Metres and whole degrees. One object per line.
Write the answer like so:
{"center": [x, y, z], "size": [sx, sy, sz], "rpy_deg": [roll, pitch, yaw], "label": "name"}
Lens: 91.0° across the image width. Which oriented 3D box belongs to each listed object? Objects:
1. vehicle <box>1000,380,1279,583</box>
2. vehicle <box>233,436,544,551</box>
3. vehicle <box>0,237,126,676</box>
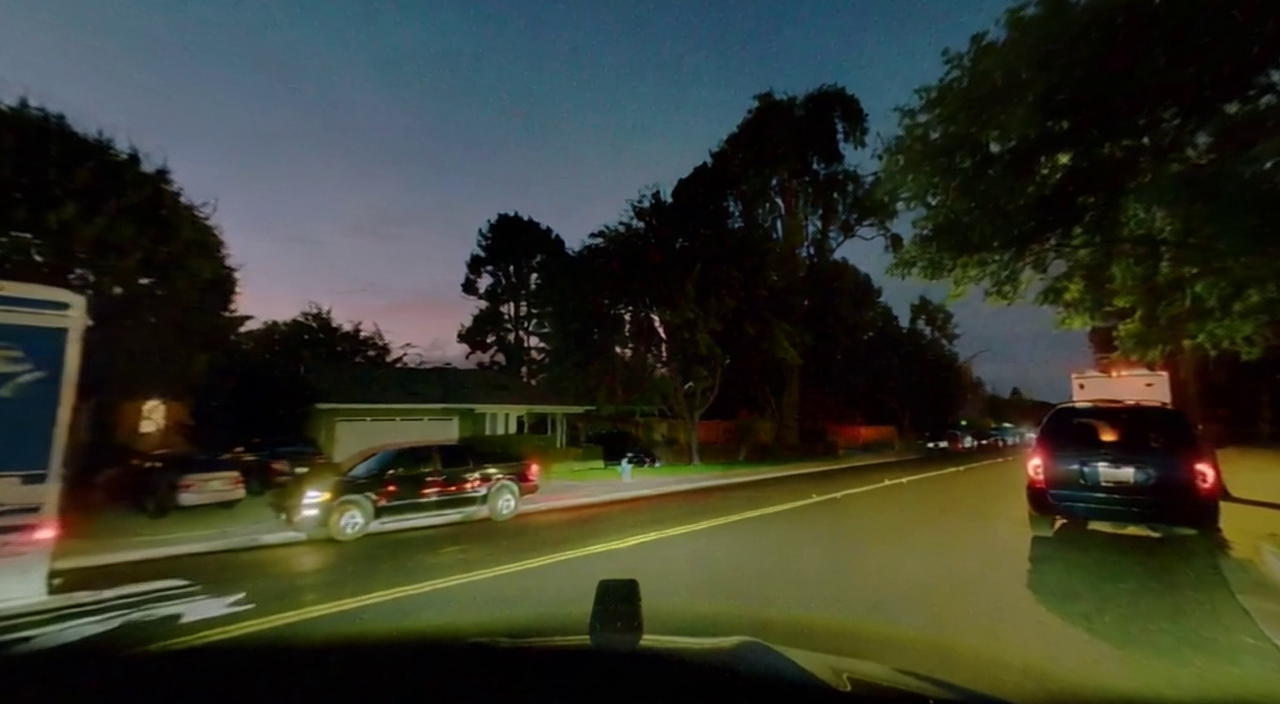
{"center": [6.662, 1.424, 8.470], "size": [2.182, 1.785, 5.726], "rpy_deg": [-4, -7, 39], "label": "vehicle"}
{"center": [-3.992, 2.210, 10.855], "size": [1.816, 1.489, 4.653], "rpy_deg": [-5, -9, 37], "label": "vehicle"}
{"center": [-6.121, 0.467, 2.664], "size": [2.367, 2.618, 5.497], "rpy_deg": [-5, -9, 35], "label": "vehicle"}
